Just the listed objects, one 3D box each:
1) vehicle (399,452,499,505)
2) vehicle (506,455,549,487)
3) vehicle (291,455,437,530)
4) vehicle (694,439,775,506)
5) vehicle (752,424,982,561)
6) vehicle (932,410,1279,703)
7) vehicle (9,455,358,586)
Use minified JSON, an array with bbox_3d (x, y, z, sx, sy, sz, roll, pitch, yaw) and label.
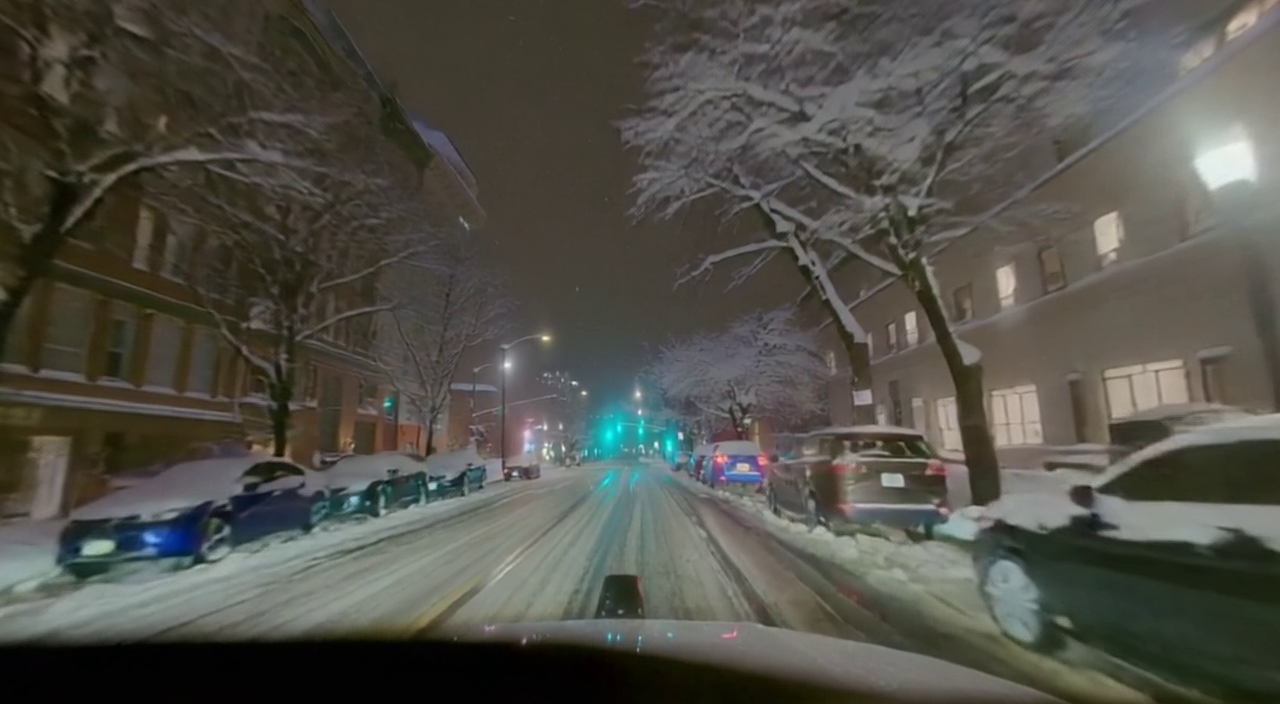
[{"bbox_3d":[-6.526,4.472,22.196,2.033,1.523,4.867,-3,-12,0],"label":"vehicle"},{"bbox_3d":[-6.780,7.188,38.483,1.893,1.758,4.019,0,-9,0],"label":"vehicle"},{"bbox_3d":[-6.610,3.368,15.744,1.723,1.520,4.439,0,-9,-1],"label":"vehicle"},{"bbox_3d":[2.851,3.742,20.107,1.954,1.845,4.682,0,-9,1],"label":"vehicle"},{"bbox_3d":[3.391,2.206,10.778,1.886,1.740,5.167,0,-9,-1],"label":"vehicle"},{"bbox_3d":[3.253,0.962,2.375,1.908,1.461,4.873,0,-9,-1],"label":"vehicle"},{"bbox_3d":[-6.512,2.403,9.937,1.913,1.479,4.714,0,-9,1],"label":"vehicle"}]
